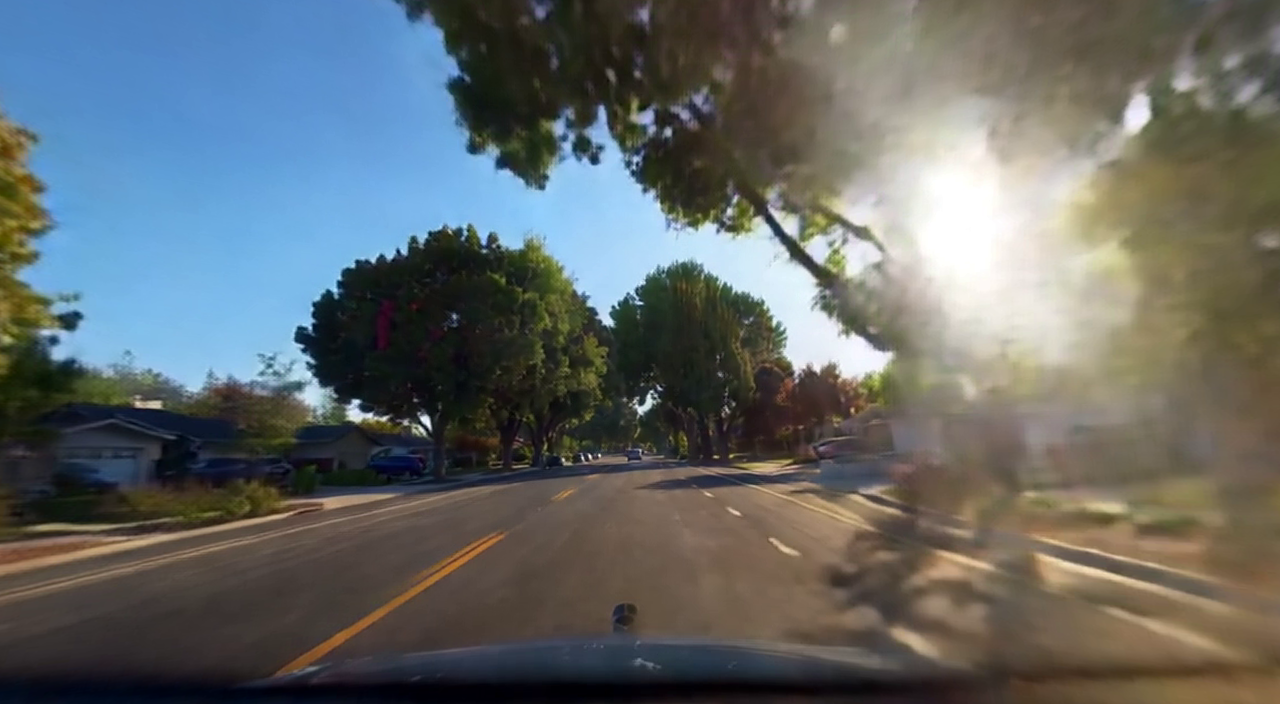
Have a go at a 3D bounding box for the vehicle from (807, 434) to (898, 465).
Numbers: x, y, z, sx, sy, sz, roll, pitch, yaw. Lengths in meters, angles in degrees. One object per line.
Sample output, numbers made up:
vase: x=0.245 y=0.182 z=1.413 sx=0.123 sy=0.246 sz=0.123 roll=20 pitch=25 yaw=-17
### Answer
vehicle: x=11.985 y=5.509 z=35.745 sx=4.392 sy=1.685 sz=1.959 roll=0 pitch=-9 yaw=-4

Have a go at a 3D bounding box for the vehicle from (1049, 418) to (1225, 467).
vehicle: x=16.880 y=3.148 z=21.686 sx=1.867 sy=1.390 sz=4.234 roll=2 pitch=-10 yaw=-34

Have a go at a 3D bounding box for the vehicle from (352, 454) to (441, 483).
vehicle: x=-15.657 y=7.467 z=40.725 sx=4.859 sy=1.780 sz=2.031 roll=-1 pitch=-9 yaw=2
